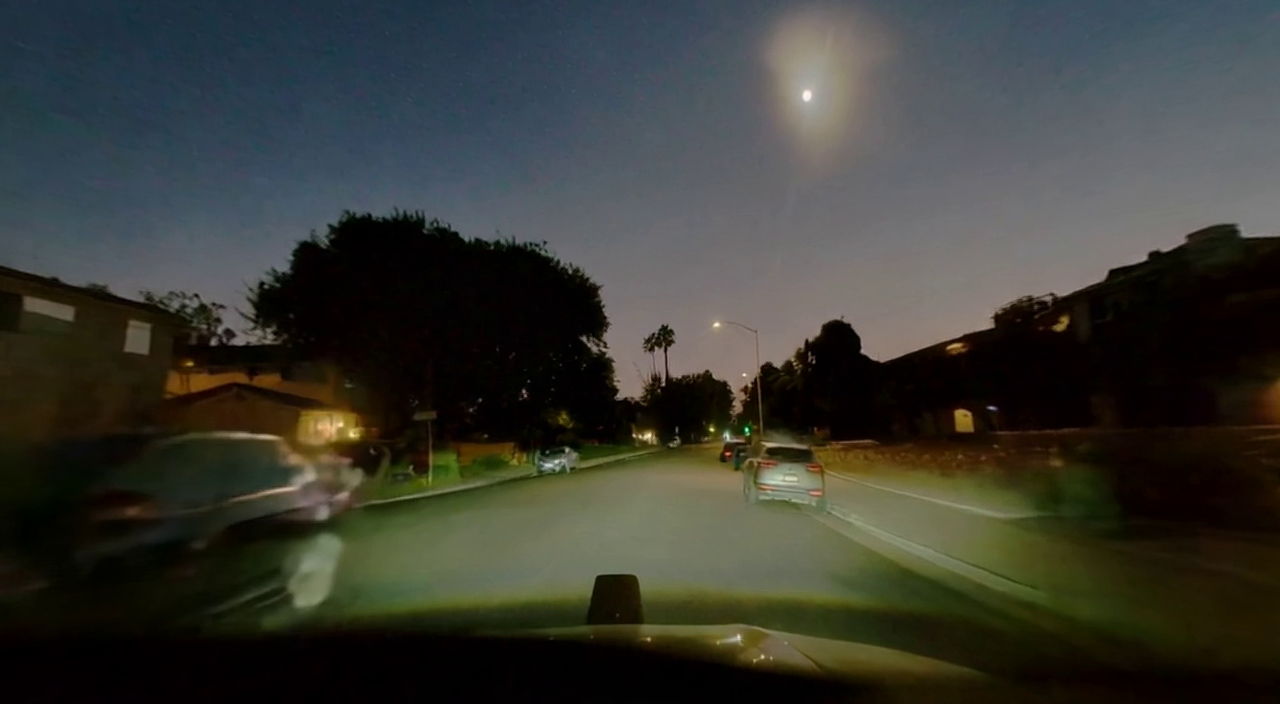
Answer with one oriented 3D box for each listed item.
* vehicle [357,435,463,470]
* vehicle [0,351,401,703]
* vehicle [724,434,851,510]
[{"bbox_3d":[-12.248,5.364,33.622,5.015,1.746,1.968,-2,-9,13],"label":"vehicle"},{"bbox_3d":[-3.722,1.119,4.061,2.305,1.781,4.834,-1,-8,2],"label":"vehicle"},{"bbox_3d":[3.278,2.761,14.949,2.045,1.519,4.231,0,-8,1],"label":"vehicle"}]
